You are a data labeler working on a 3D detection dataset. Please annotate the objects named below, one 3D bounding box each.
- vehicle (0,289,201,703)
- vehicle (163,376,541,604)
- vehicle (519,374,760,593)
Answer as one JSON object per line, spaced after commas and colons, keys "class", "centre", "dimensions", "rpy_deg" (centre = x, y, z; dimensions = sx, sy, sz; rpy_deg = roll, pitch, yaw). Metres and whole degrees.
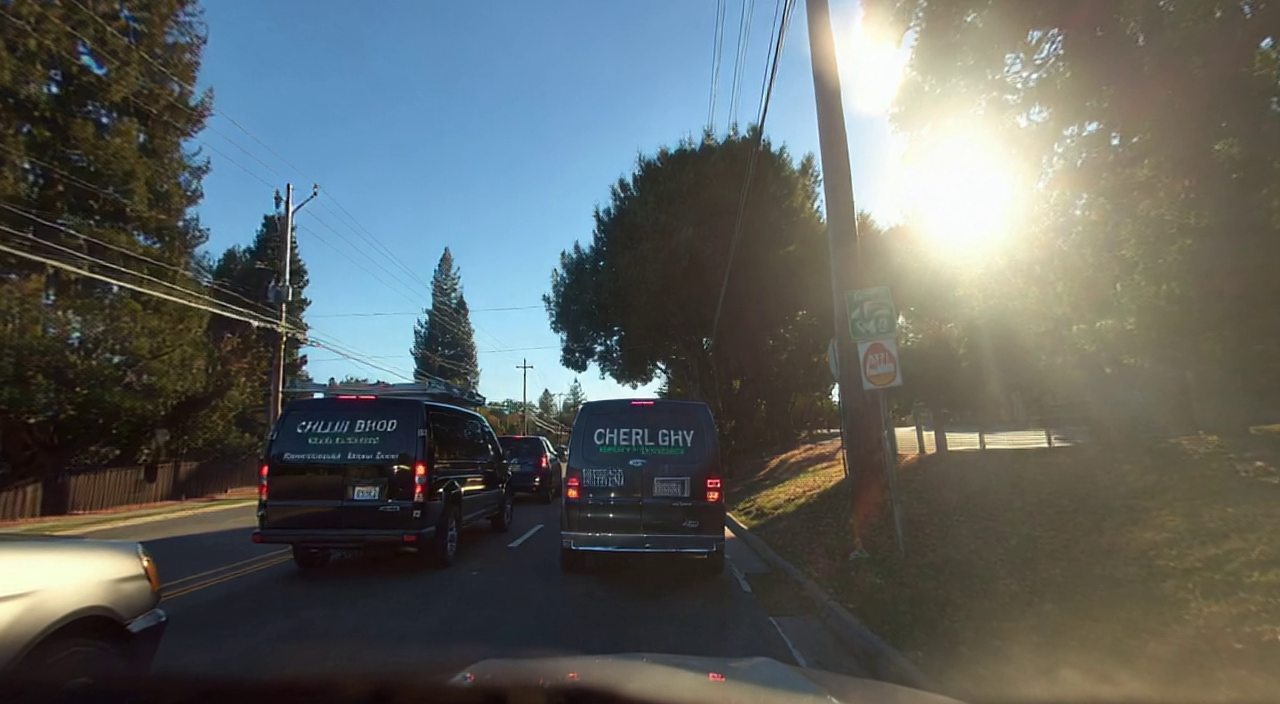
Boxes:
{"class": "vehicle", "centre": [-3.100, 0.464, 0.241], "dimensions": [2.160, 1.796, 4.997], "rpy_deg": [0, -8, 1]}
{"class": "vehicle", "centre": [-2.757, 1.480, 7.619], "dimensions": [2.109, 1.851, 4.749], "rpy_deg": [-1, -8, 3]}
{"class": "vehicle", "centre": [0.108, 1.458, 7.691], "dimensions": [2.117, 1.911, 4.095], "rpy_deg": [-1, -8, 3]}
